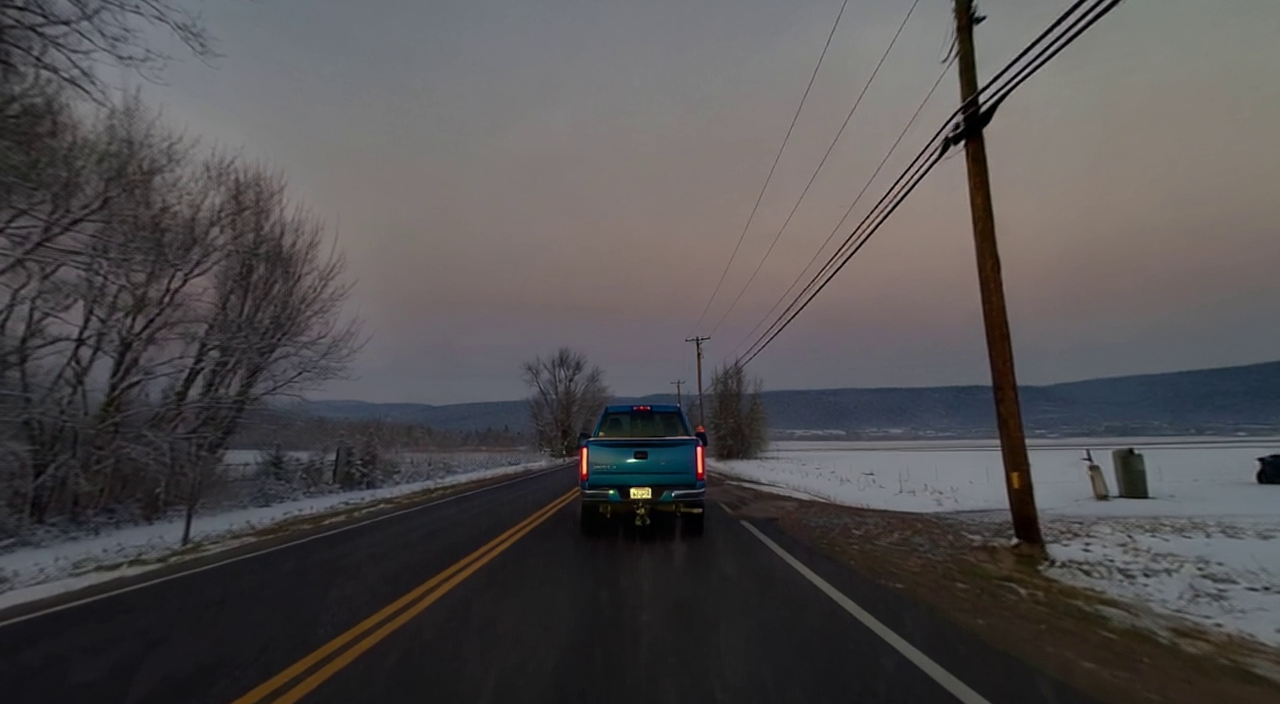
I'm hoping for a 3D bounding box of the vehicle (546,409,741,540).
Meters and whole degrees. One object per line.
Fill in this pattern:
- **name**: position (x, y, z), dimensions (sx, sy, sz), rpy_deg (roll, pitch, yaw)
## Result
- **vehicle**: position (0.018, 2.186, 12.042), dimensions (2.774, 1.861, 5.885), rpy_deg (0, -8, -1)
